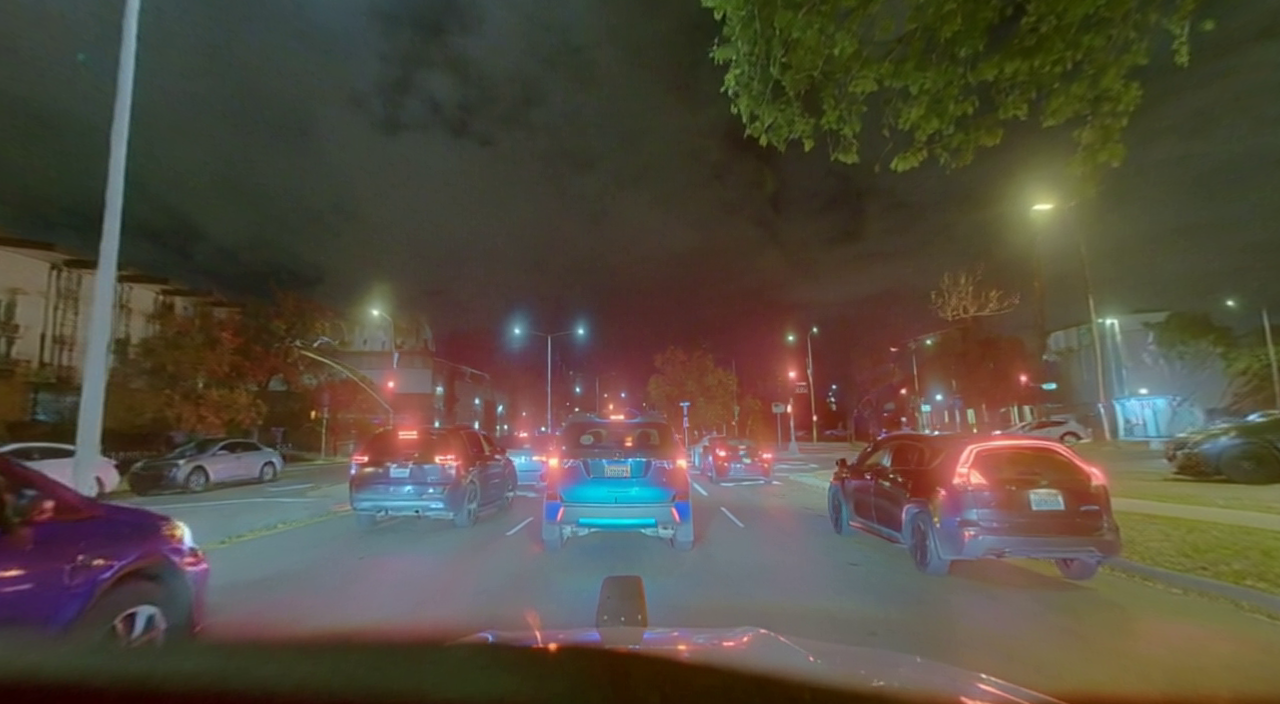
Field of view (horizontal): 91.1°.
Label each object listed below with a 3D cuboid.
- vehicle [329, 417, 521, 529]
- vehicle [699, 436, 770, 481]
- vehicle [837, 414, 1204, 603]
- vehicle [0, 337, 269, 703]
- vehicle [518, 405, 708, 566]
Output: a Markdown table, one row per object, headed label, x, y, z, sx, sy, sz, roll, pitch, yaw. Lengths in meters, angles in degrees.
| label | x | y | z | sx | sy | sz | roll | pitch | yaw |
| --- | --- | --- | --- | --- | --- | --- | --- | --- | --- |
| vehicle | -3.736 | 2.189 | 11.904 | 2.012 | 1.701 | 4.316 | 0 | -8 | 1 |
| vehicle | 3.340 | 3.848 | 23.004 | 1.948 | 1.475 | 4.093 | 0 | -8 | 0 |
| vehicle | 3.778 | 1.586 | 7.227 | 1.847 | 1.554 | 3.885 | 0 | -8 | 2 |
| vehicle | -3.448 | 0.720 | 1.779 | 2.047 | 1.710 | 4.314 | 0 | -8 | 1 |
| vehicle | -0.237 | 1.724 | 8.806 | 2.022 | 1.700 | 4.084 | 0 | -8 | 1 |
